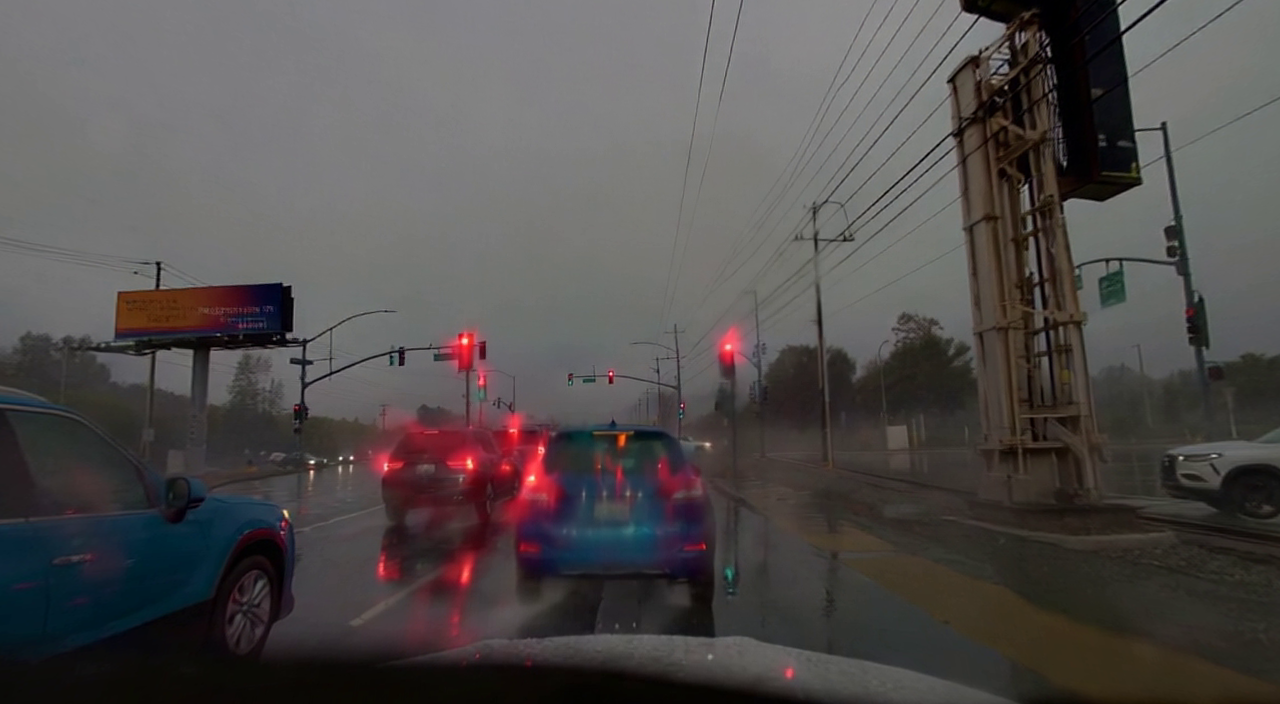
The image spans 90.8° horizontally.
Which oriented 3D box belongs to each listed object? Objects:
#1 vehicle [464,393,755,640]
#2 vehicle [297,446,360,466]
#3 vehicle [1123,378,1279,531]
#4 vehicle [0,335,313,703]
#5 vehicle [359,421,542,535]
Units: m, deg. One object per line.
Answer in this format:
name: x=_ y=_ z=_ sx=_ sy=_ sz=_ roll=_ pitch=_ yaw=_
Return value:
vehicle: x=-0.219 y=1.427 z=6.333 sx=2.025 sy=1.723 sz=3.644 roll=0 pitch=-9 yaw=0
vehicle: x=-24.198 y=8.063 z=49.079 sx=4.357 sy=1.444 sz=1.842 roll=-3 pitch=-9 yaw=19
vehicle: x=9.591 y=1.310 z=8.190 sx=5.060 sy=1.702 sz=2.033 roll=1 pitch=-9 yaw=-4
vehicle: x=-3.929 y=0.859 z=2.977 sx=2.052 sy=1.814 sz=5.184 roll=0 pitch=-9 yaw=-1
vehicle: x=-3.144 y=2.189 z=11.548 sx=1.988 sy=1.678 sz=4.317 roll=0 pitch=-9 yaw=0
